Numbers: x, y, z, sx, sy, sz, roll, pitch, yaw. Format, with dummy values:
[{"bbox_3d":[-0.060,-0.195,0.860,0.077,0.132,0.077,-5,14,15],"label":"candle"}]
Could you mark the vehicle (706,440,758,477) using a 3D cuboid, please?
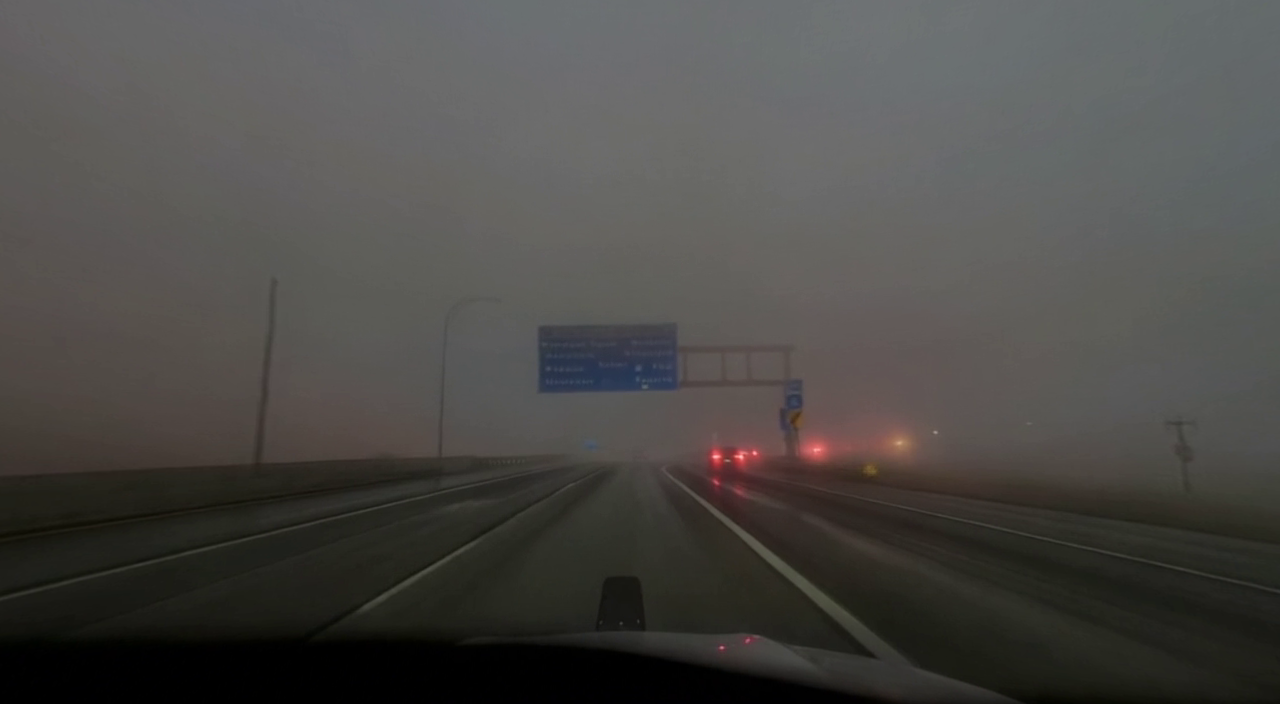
[{"bbox_3d":[4.594,5.366,32.094,2.133,1.746,4.511,0,-9,2],"label":"vehicle"}]
